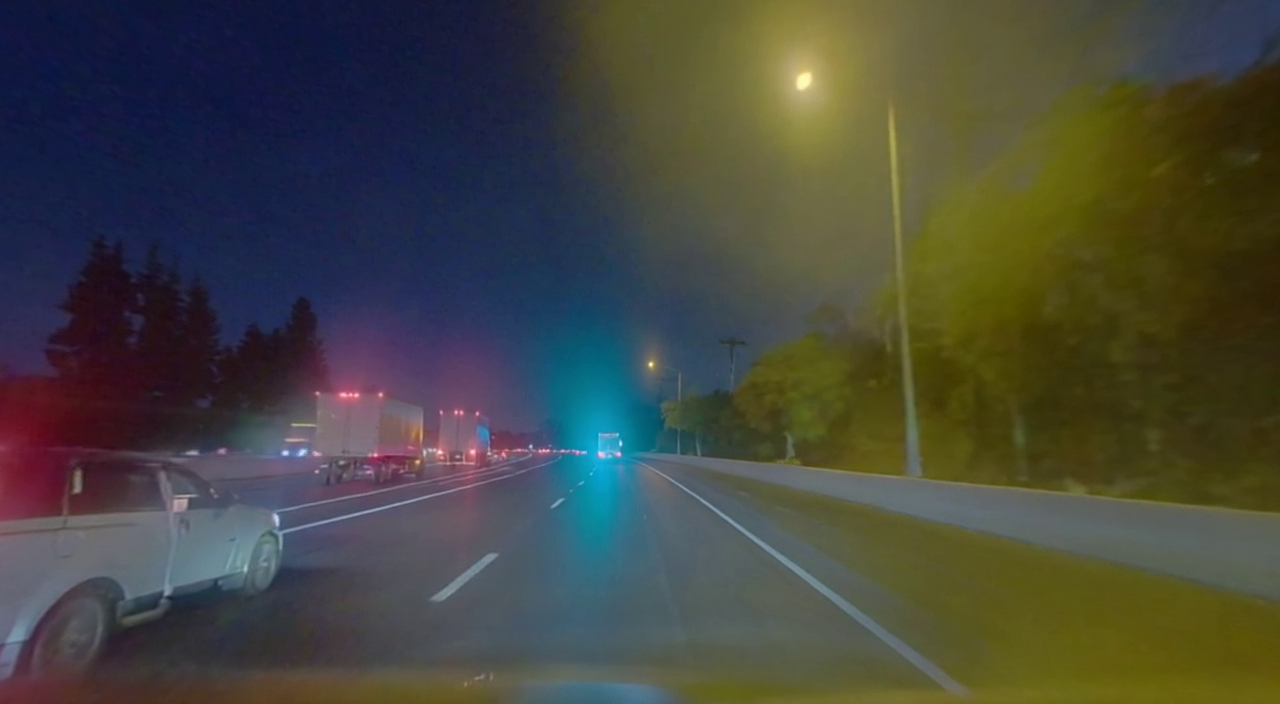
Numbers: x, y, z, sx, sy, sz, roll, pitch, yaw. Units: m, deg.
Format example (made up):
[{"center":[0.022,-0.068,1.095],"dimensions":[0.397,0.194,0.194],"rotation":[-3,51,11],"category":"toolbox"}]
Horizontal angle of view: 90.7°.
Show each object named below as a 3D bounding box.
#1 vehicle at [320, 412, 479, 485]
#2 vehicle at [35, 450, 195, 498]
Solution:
[{"center":[-10.785,4.672,30.871],"dimensions":[3.270,2.674,14.547],"rotation":[1,-8,-5],"category":"vehicle"},{"center":[-18.013,4.155,22.072],"dimensions":[1.842,1.452,4.612],"rotation":[0,-8,-3],"category":"vehicle"}]
